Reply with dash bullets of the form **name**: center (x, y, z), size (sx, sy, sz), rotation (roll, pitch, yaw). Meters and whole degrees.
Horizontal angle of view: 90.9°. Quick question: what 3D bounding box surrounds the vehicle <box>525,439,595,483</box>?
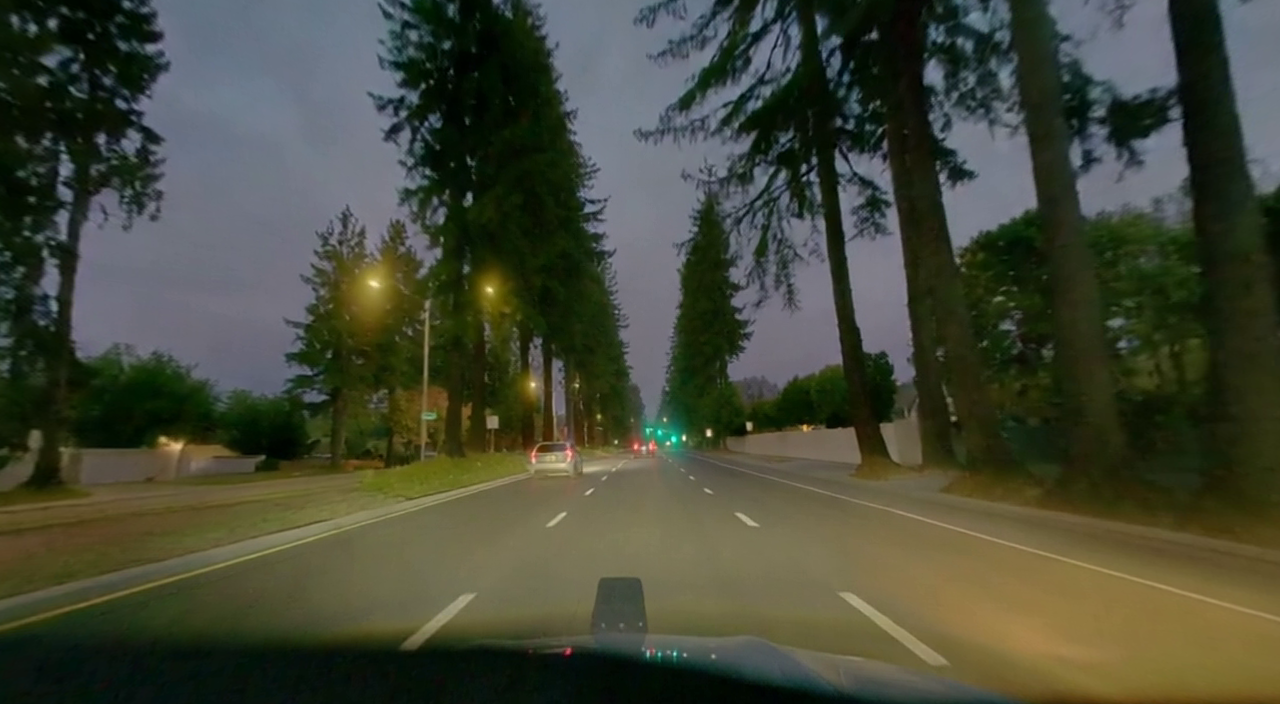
- **vehicle**: center (-2.894, 4.061, 23.753), size (2.021, 1.466, 4.330), rotation (0, -8, 1)
